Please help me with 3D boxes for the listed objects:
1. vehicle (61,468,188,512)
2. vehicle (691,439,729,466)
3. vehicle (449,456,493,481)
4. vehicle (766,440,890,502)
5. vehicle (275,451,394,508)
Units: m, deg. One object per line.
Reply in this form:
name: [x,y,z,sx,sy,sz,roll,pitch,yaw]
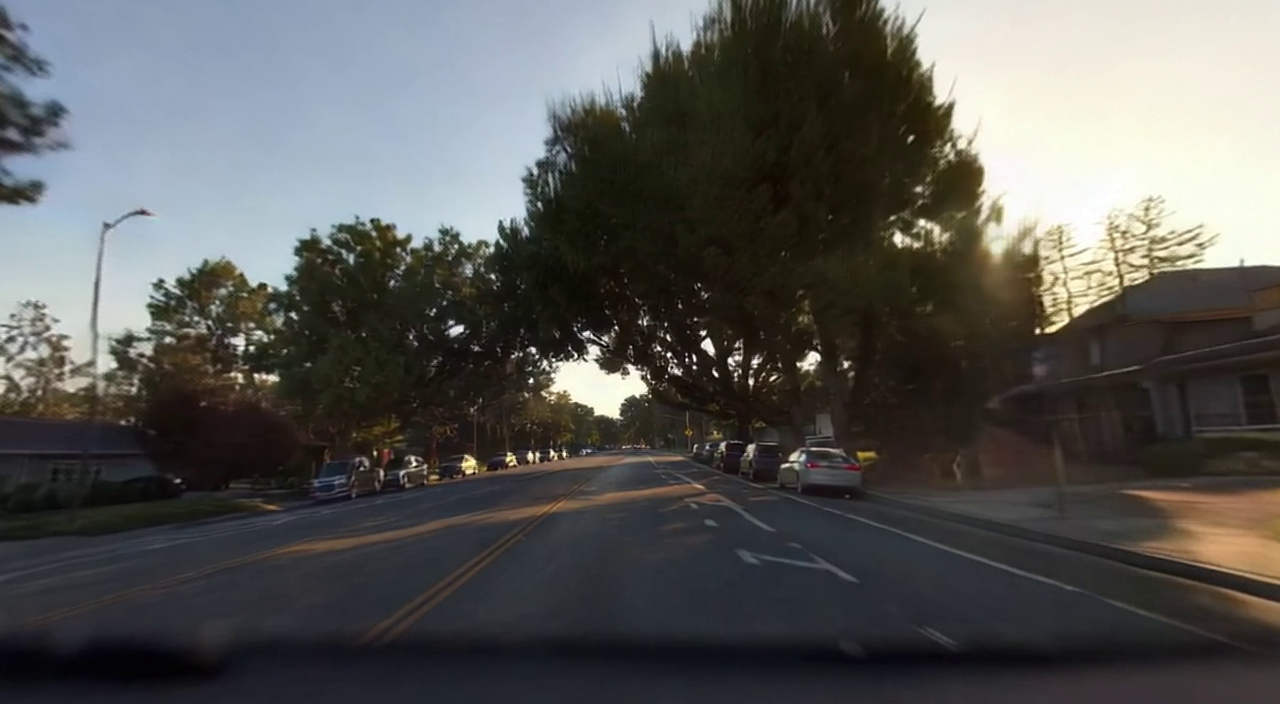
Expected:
vehicle: [-22.046,5.893,27.263,1.823,1.595,4.174,-1,-9,3]
vehicle: [4.596,6.697,42.168,1.919,1.698,4.747,0,-9,0]
vehicle: [-12.596,8.684,47.269,1.972,1.475,4.503,-6,-9,0]
vehicle: [4.946,3.197,17.408,1.923,1.454,4.460,0,-9,-2]
vehicle: [-12.271,5.134,25.905,2.156,1.935,5.464,-3,-10,0]
